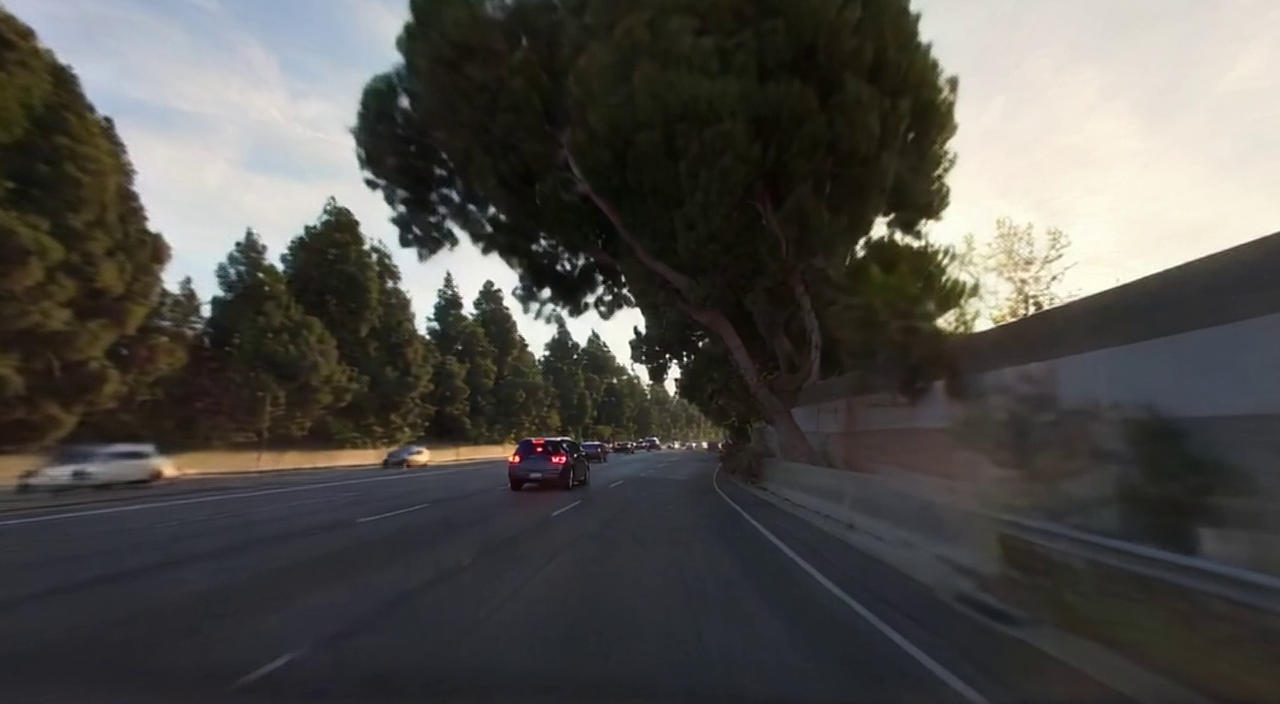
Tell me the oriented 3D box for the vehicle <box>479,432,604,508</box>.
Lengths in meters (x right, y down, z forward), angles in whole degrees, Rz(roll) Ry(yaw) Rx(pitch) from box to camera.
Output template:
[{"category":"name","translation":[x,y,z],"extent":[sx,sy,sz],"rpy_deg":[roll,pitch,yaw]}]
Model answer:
[{"category":"vehicle","translation":[-2.316,2.949,16.344],"extent":[2.082,1.638,4.644],"rpy_deg":[-1,-8,5]}]

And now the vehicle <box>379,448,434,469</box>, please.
[{"category":"vehicle","translation":[-17.268,7.860,46.935],"extent":[1.795,1.454,4.467],"rpy_deg":[-1,-8,9]}]

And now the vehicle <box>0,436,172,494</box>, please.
[{"category":"vehicle","translation":[-17.697,3.515,20.085],"extent":[1.918,1.628,4.502],"rpy_deg":[-1,-8,5]}]
